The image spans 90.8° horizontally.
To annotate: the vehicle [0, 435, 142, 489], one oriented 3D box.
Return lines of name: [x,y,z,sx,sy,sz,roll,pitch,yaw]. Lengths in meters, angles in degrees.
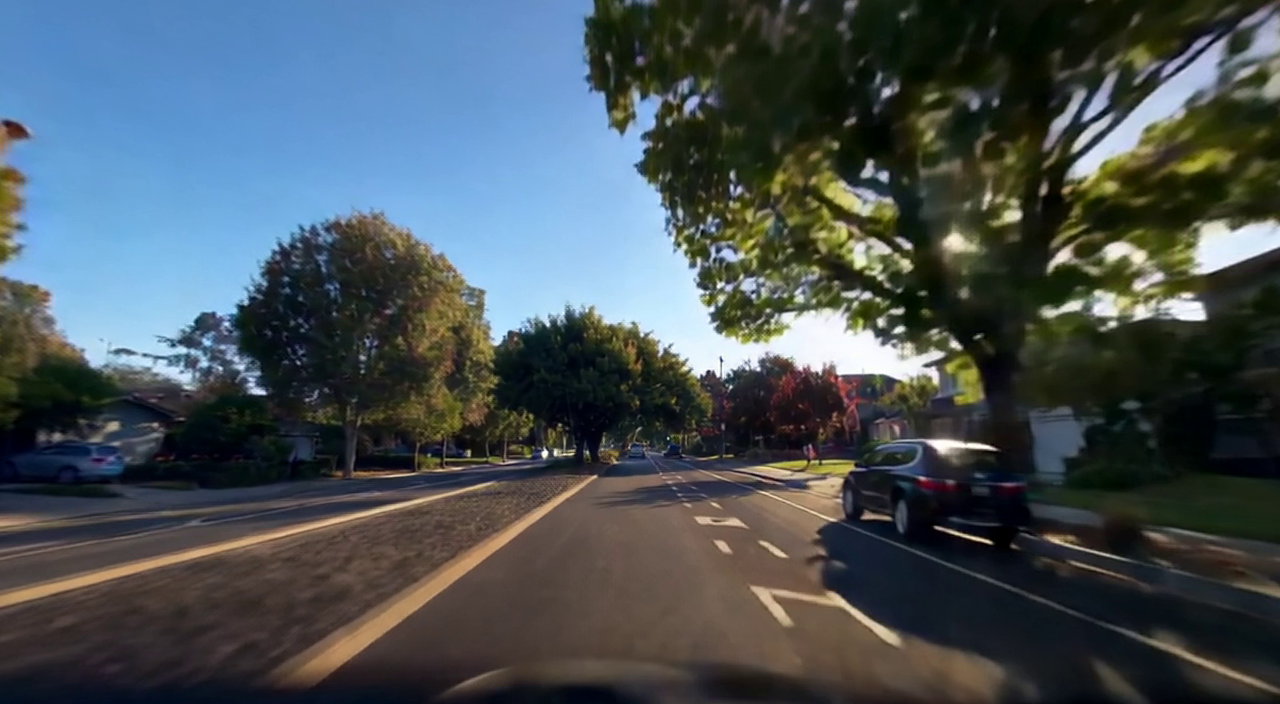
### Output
vehicle: [-21.203,3.910,22.754,4.666,1.677,1.978,3,-9,-2]

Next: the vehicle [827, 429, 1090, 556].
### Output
vehicle: [4.858,2.179,10.641,1.967,1.631,4.692,0,-8,0]
